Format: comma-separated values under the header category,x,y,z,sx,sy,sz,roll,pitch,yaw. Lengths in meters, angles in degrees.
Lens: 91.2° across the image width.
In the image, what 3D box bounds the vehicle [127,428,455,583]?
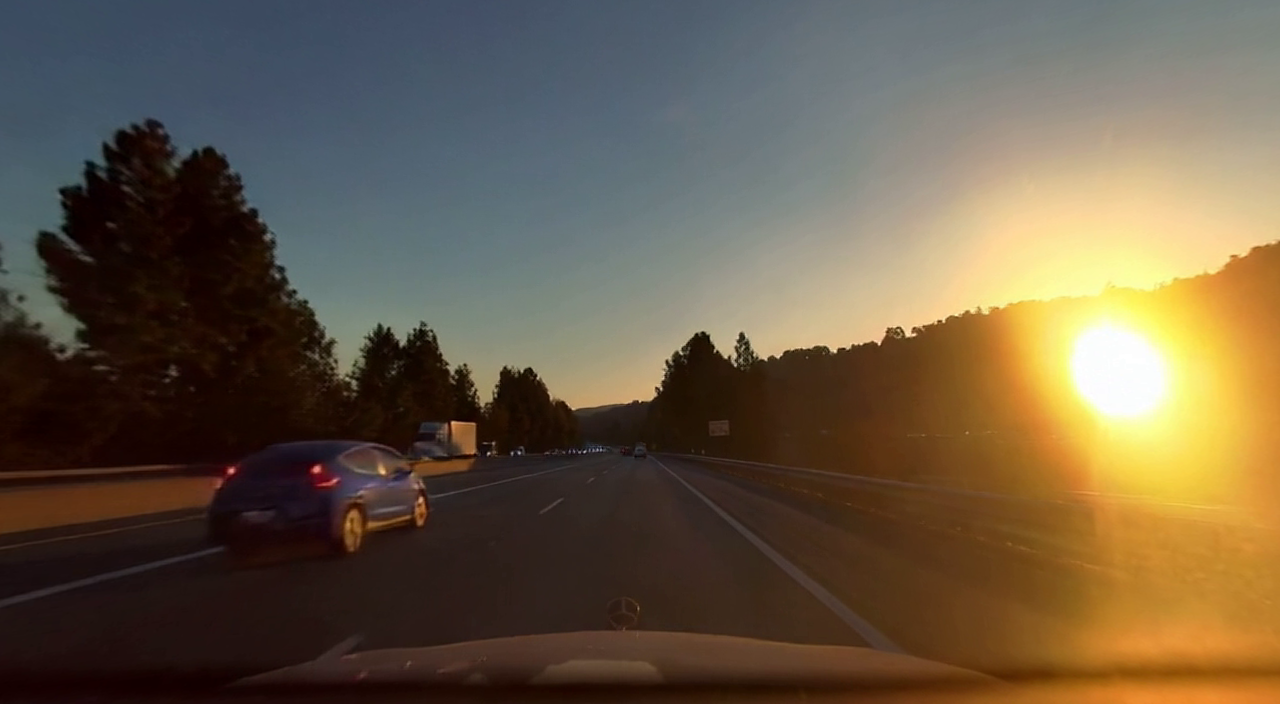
category,x,y,z,sx,sy,sz,roll,pitch,yaw
vehicle,-4.009,1.803,8.165,1.933,1.497,3.973,0,-9,0
